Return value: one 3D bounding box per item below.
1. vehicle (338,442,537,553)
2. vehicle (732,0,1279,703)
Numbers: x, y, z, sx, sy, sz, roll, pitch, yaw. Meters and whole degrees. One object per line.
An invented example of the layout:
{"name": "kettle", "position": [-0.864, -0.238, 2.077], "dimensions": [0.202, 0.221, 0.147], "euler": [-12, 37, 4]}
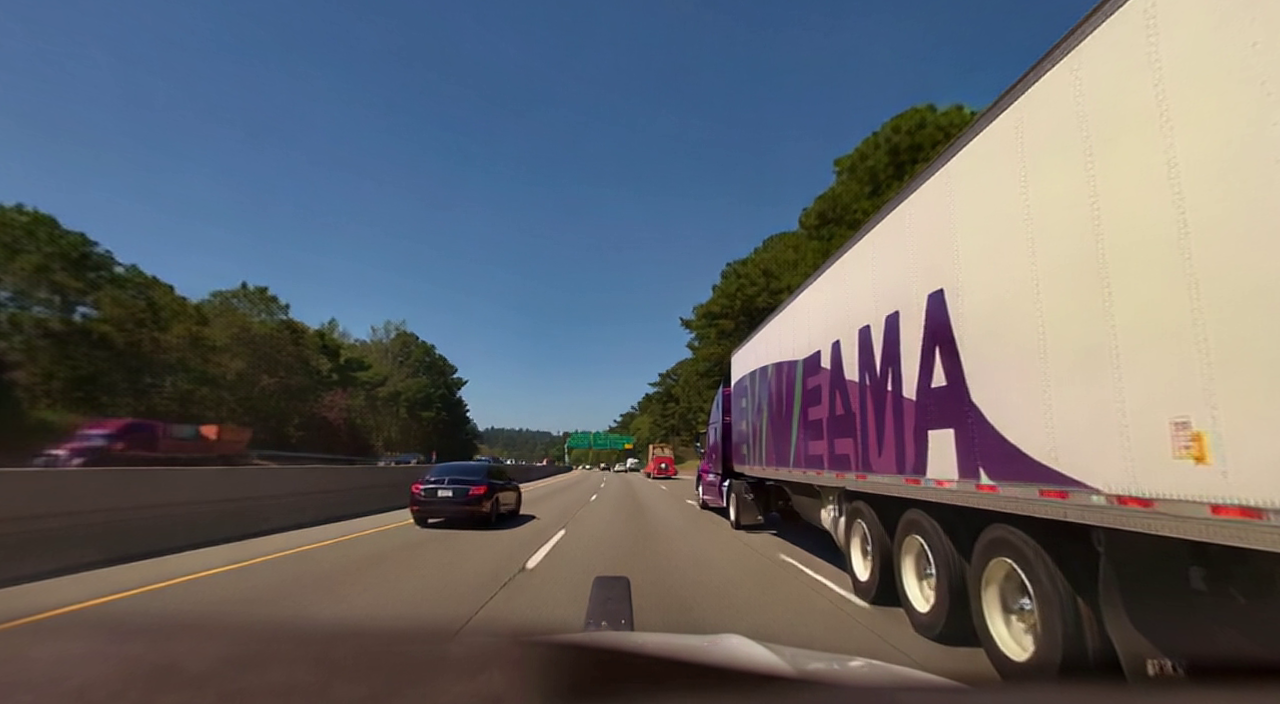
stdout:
{"name": "vehicle", "position": [-3.422, 2.613, 11.873], "dimensions": [2.010, 1.580, 4.949], "euler": [1, -10, 1]}
{"name": "vehicle", "position": [3.744, 0.867, 8.508], "dimensions": [2.856, 4.040, 14.009], "euler": [1, -10, 0]}
